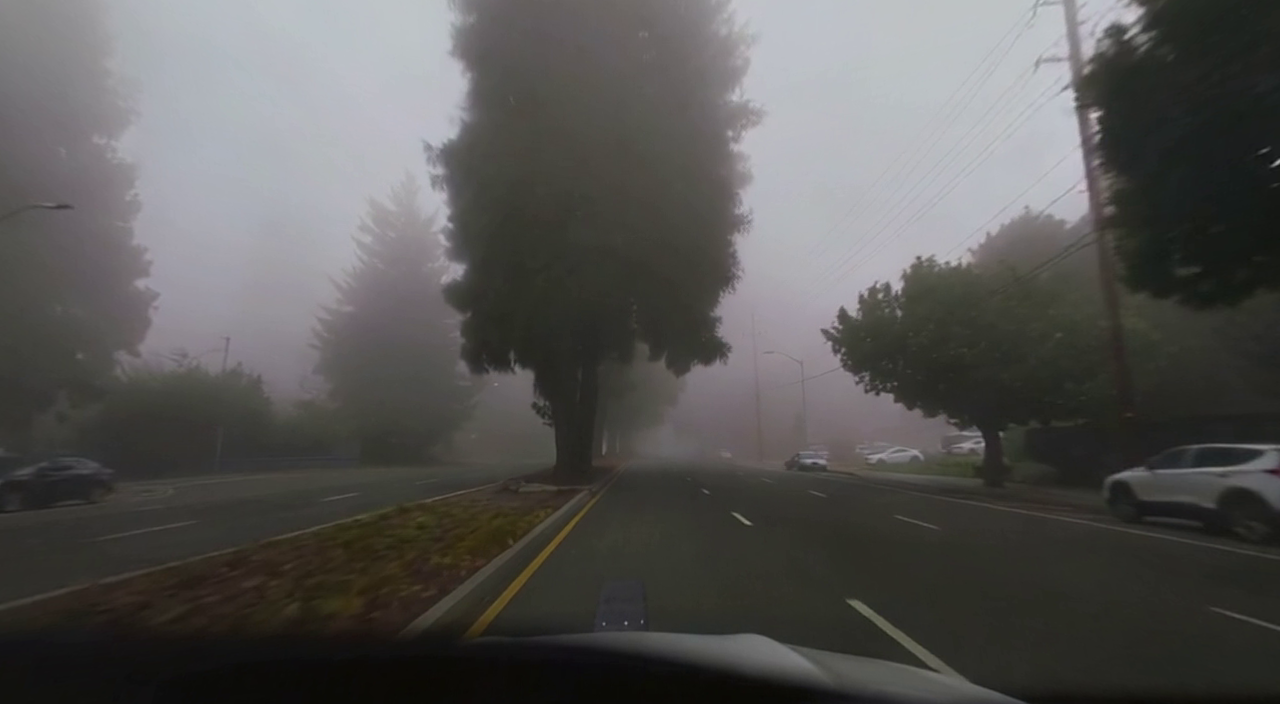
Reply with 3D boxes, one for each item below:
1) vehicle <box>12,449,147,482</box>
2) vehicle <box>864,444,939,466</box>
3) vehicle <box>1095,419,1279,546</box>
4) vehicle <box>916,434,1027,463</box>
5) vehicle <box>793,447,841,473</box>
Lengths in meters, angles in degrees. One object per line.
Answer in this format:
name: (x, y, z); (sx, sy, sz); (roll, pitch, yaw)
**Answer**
vehicle: (-28.175, 5.686, 31.789); (4.722, 1.533, 2.182); (0, -8, 0)
vehicle: (20.141, 7.939, 48.740); (4.897, 1.608, 2.005); (0, -8, 0)
vehicle: (11.655, 2.406, 12.237); (2.568, 2.038, 4.088); (0, -8, 2)
vehicle: (23.169, 6.753, 44.271); (6.075, 1.933, 3.018); (0, -8, 1)
vehicle: (11.981, 7.345, 43.016); (1.929, 1.489, 4.777); (4, -8, 1)
